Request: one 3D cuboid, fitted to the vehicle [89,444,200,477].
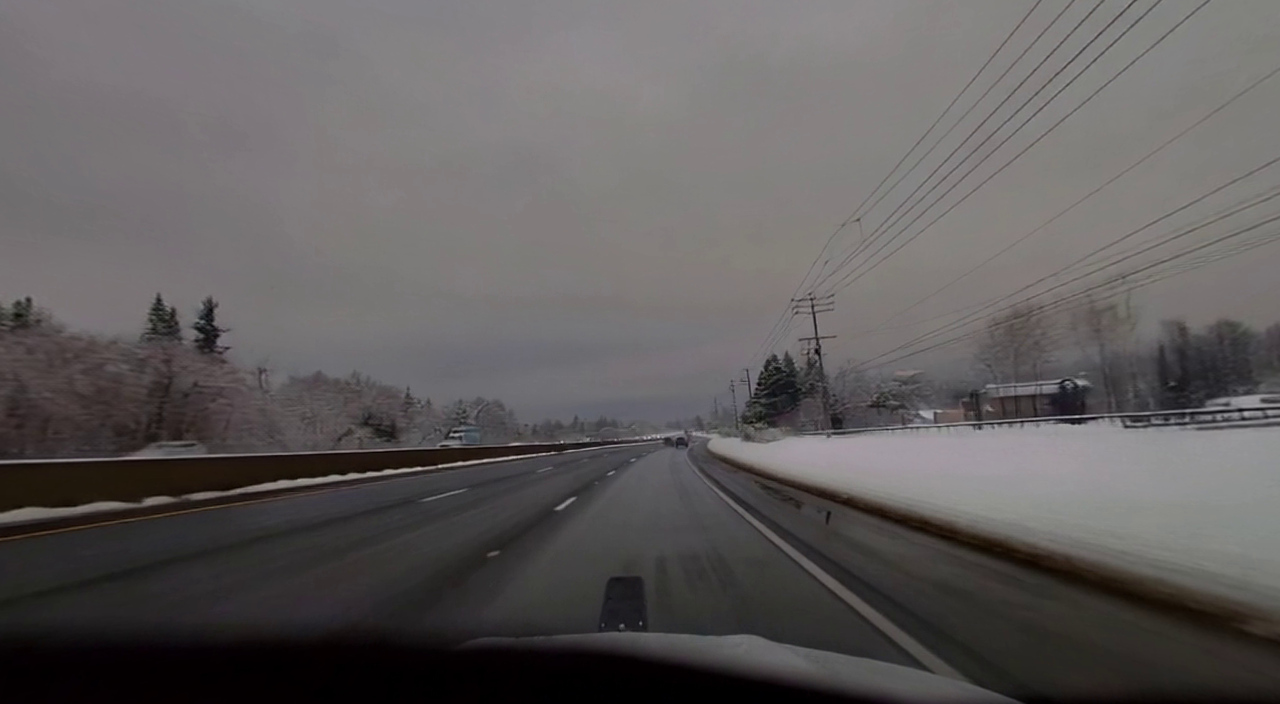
[{"bbox_3d":[-24.858,5.425,31.877,1.819,1.501,4.466,-1,-8,3],"label":"vehicle"}]
